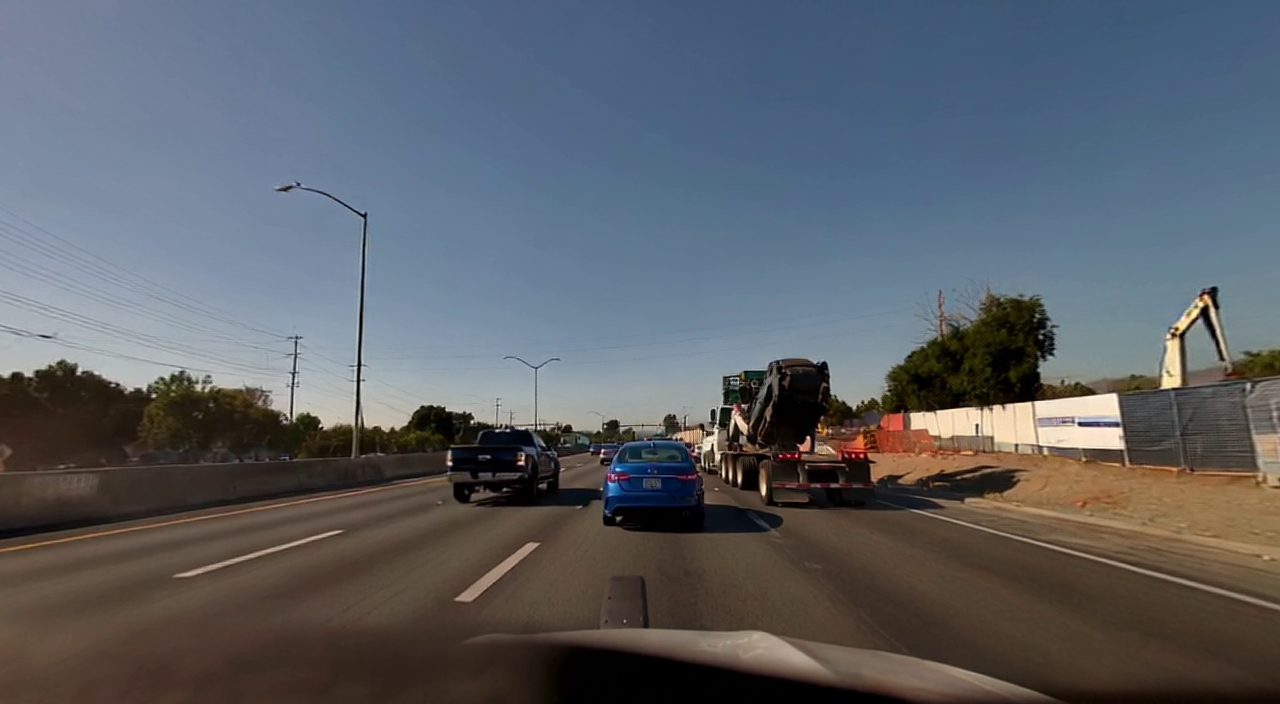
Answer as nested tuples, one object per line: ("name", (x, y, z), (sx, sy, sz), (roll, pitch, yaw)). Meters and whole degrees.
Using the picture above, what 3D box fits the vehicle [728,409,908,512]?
("vehicle", (3.916, 2.585, 15.510), (2.555, 2.017, 6.201), (0, -8, -1))

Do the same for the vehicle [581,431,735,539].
("vehicle", (0.268, 2.170, 10.928), (2.128, 1.473, 4.272), (0, -8, 1))

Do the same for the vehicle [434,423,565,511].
("vehicle", (-3.054, 2.609, 14.727), (1.989, 1.729, 4.184), (0, -8, 1))
